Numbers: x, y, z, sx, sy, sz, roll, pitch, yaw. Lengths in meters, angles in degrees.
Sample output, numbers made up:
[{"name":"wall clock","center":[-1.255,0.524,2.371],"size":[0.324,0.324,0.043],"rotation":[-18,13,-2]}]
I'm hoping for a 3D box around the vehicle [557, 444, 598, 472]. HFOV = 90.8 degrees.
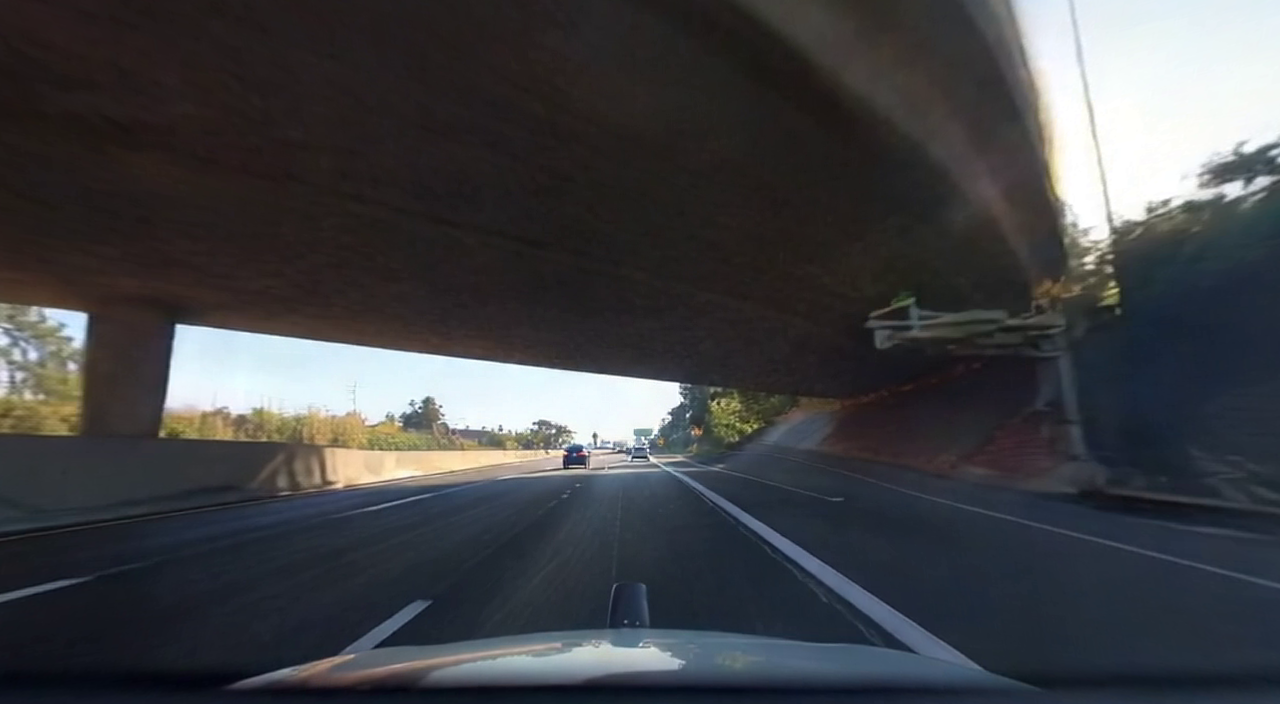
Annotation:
[{"name":"vehicle","center":[-4.238,7.333,43.881],"size":[2.272,1.759,5.058],"rotation":[0,-9,1]}]
